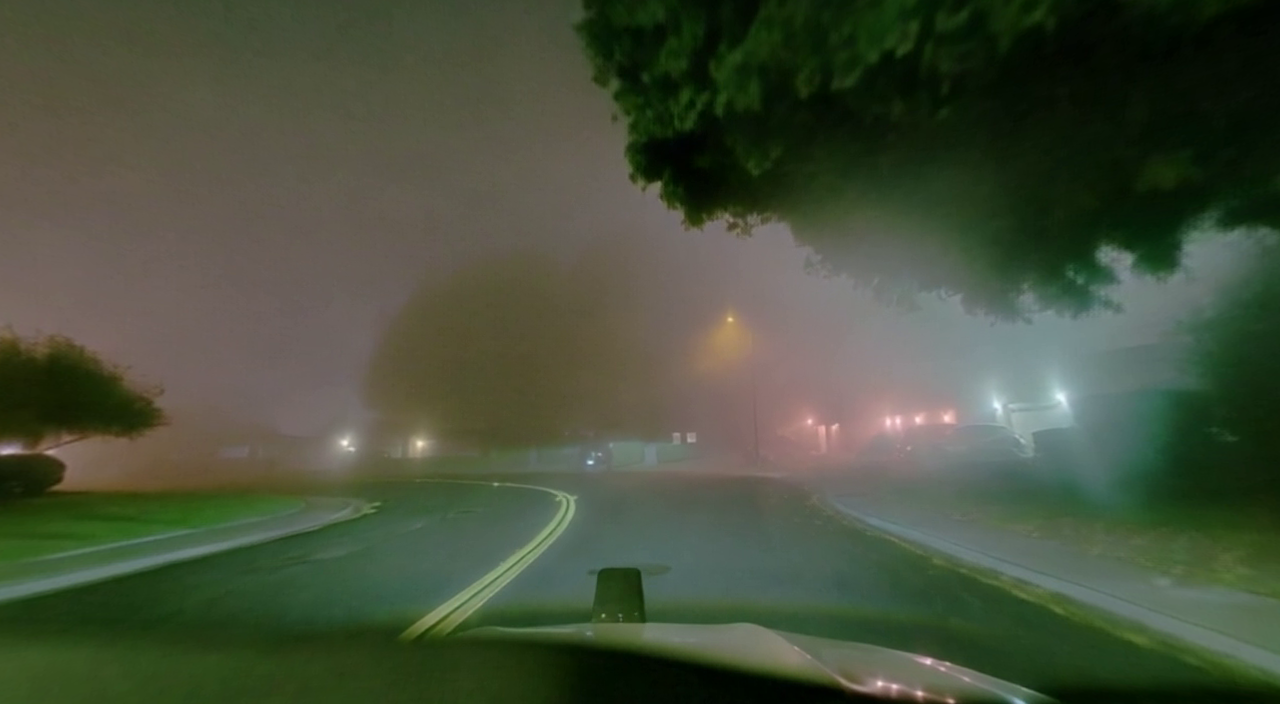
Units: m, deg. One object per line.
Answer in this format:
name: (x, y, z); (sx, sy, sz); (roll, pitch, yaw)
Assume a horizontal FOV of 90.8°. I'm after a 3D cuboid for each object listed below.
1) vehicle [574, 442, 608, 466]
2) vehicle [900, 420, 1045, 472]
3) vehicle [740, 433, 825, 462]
vehicle: (-3.527, 7.383, 46.008); (1.819, 1.442, 4.329); (-1, -5, 4)
vehicle: (12.654, 3.621, 24.286); (4.327, 1.573, 1.967); (-5, -9, 2)
vehicle: (8.770, 5.860, 38.850); (4.799, 1.451, 2.144); (1, -8, -29)
